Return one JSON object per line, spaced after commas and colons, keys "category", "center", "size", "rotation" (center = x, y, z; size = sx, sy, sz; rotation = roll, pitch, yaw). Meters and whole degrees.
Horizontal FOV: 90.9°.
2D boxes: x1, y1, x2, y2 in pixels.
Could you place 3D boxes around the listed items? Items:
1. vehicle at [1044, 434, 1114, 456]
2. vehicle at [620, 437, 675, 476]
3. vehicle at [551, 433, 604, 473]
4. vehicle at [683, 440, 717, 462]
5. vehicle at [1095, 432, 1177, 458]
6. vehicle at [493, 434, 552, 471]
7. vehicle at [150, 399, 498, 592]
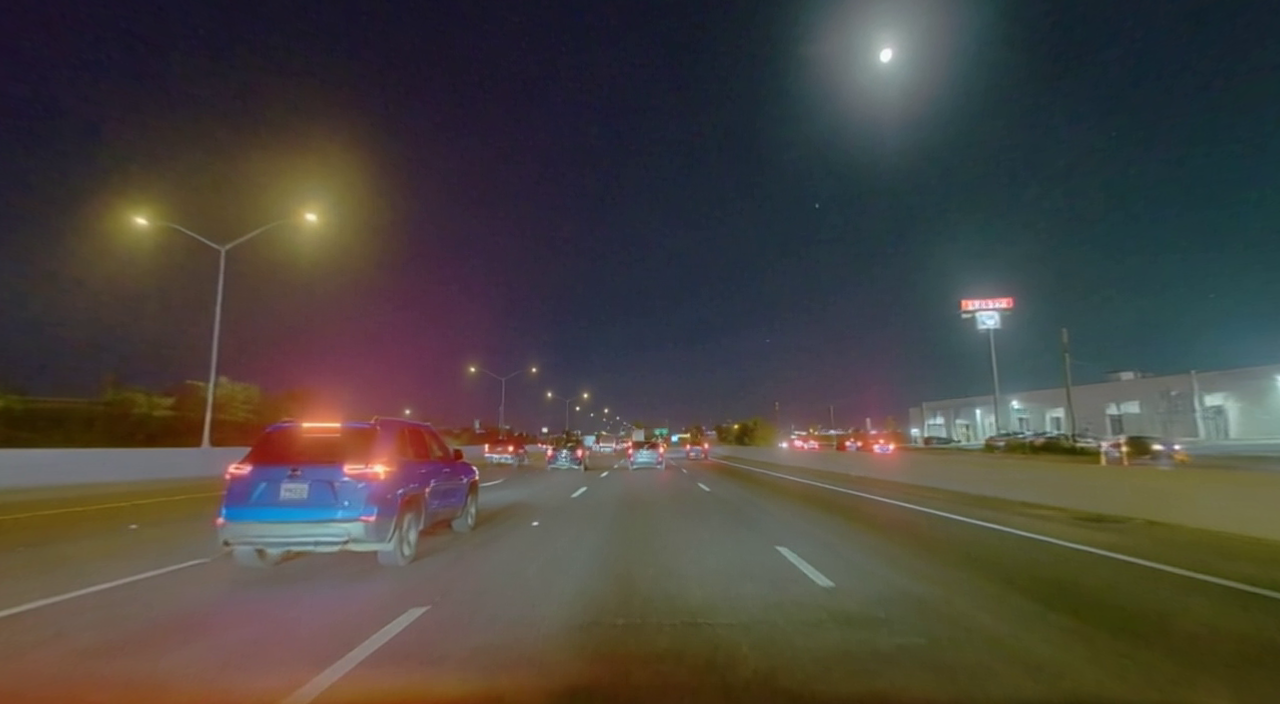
{"category": "vehicle", "center": [30.082, 6.384, 43.365], "size": [1.749, 1.454, 4.210], "rotation": [0, -8, 0]}
{"category": "vehicle", "center": [0.292, 4.337, 26.334], "size": [2.090, 1.474, 3.970], "rotation": [0, -8, 0]}
{"category": "vehicle", "center": [-2.877, 4.777, 29.985], "size": [2.007, 1.730, 4.412], "rotation": [0, -8, 1]}
{"category": "vehicle", "center": [4.332, 7.201, 46.102], "size": [1.980, 1.492, 4.442], "rotation": [0, -8, -1]}
{"category": "vehicle", "center": [30.036, 5.671, 38.329], "size": [1.743, 1.467, 4.058], "rotation": [0, -8, 2]}
{"category": "vehicle", "center": [-6.160, 5.342, 33.809], "size": [2.125, 1.804, 4.864], "rotation": [0, -8, 1]}
{"category": "vehicle", "center": [-3.306, 1.595, 7.868], "size": [1.961, 1.687, 4.453], "rotation": [0, -8, 1]}
